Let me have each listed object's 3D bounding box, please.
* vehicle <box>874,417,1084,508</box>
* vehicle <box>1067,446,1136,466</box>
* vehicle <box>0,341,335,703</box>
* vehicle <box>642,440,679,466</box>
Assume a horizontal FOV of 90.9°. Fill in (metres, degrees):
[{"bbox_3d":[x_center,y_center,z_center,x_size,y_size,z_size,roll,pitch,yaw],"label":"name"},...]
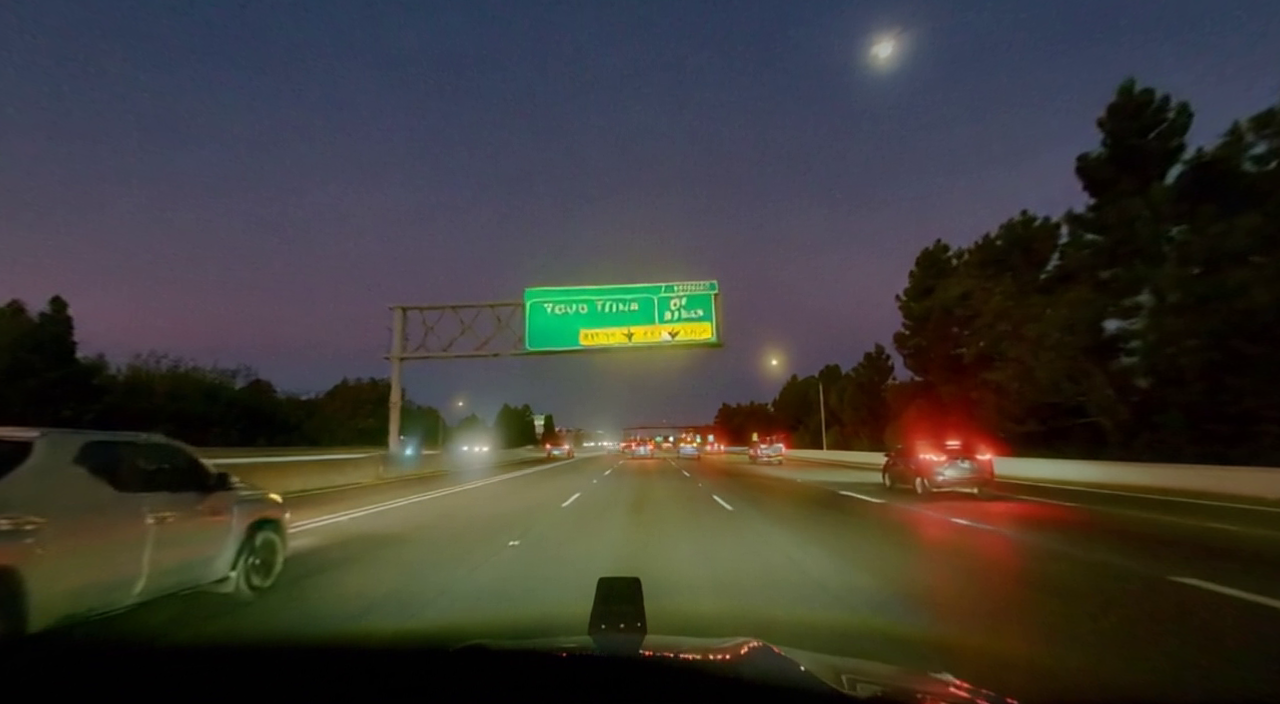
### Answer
[{"bbox_3d":[7.589,2.538,14.908,2.123,1.756,4.959,0,-8,-1],"label":"vehicle"},{"bbox_3d":[36.261,8.165,49.729,1.979,1.497,4.540,0,-8,0],"label":"vehicle"},{"bbox_3d":[-4.046,0.929,3.593,2.118,1.750,4.875,0,-8,1],"label":"vehicle"},{"bbox_3d":[1.189,6.162,38.667,2.050,1.452,3.917,0,-8,-1],"label":"vehicle"}]
